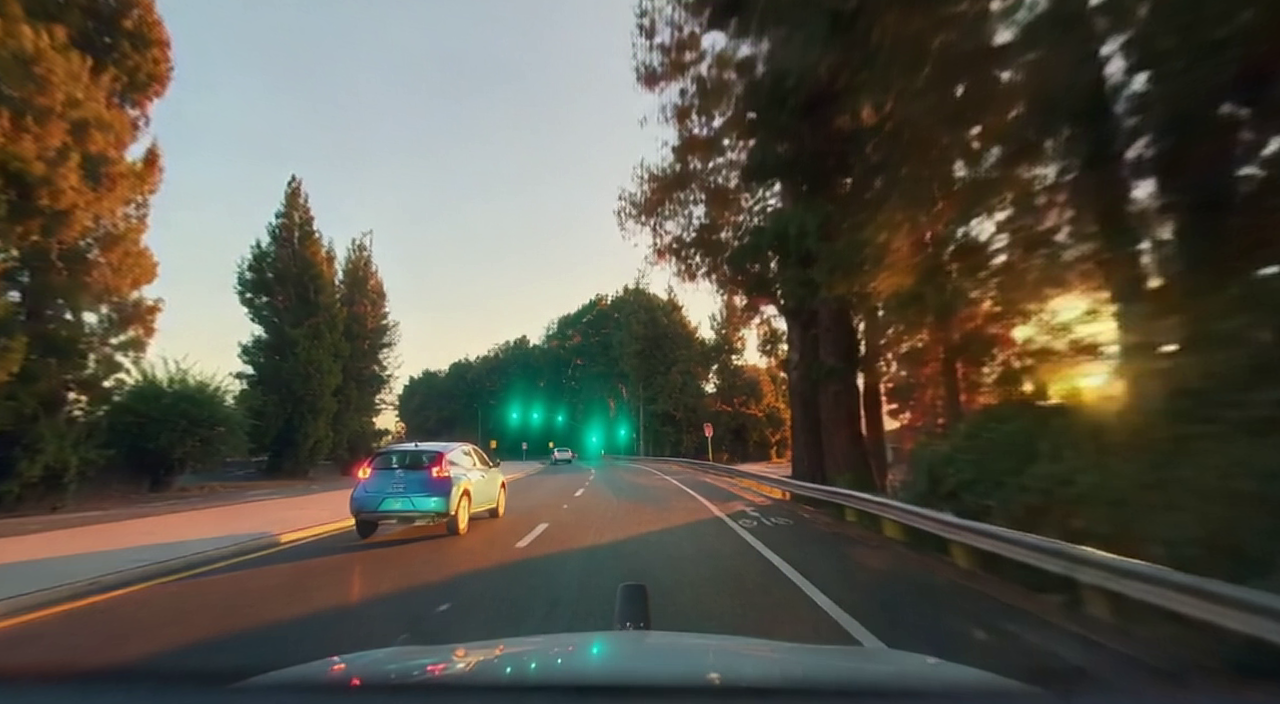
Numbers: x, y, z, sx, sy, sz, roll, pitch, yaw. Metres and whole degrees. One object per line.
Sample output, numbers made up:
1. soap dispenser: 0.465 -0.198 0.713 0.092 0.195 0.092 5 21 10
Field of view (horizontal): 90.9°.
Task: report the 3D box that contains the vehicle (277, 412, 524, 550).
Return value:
1. vehicle: -3.730 2.136 11.162 2.336 1.857 4.986 -1 -8 1
